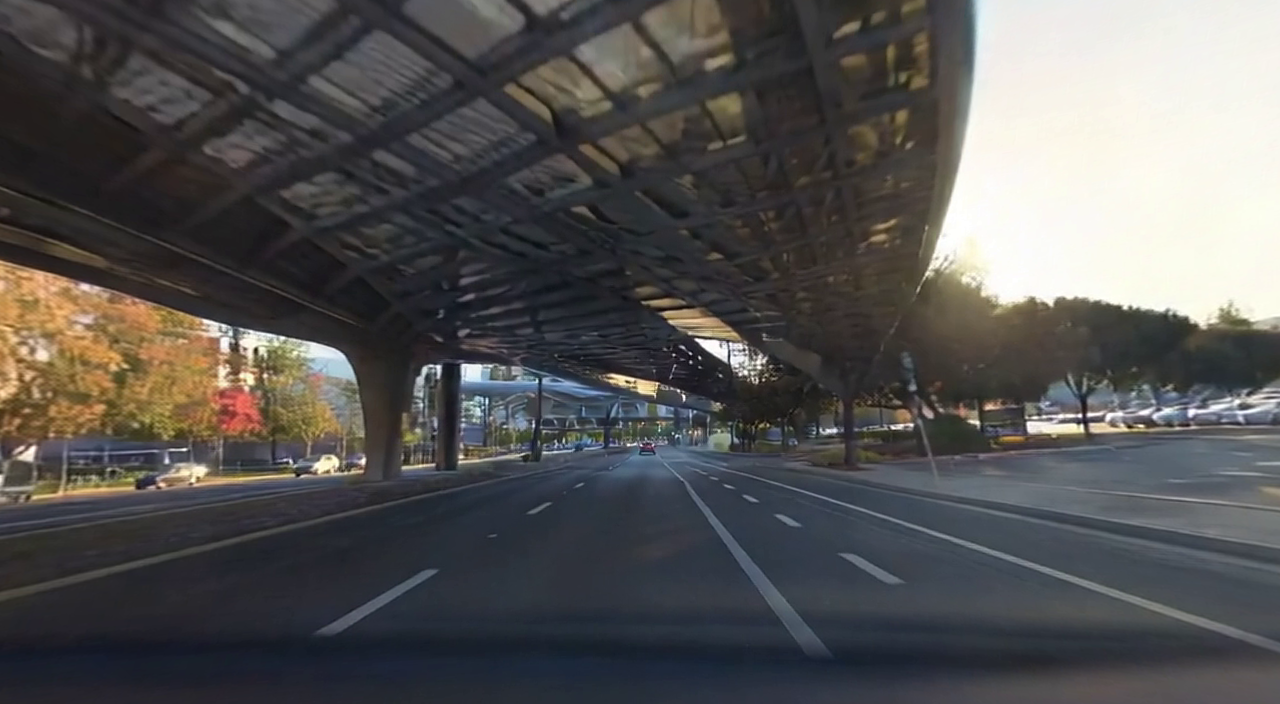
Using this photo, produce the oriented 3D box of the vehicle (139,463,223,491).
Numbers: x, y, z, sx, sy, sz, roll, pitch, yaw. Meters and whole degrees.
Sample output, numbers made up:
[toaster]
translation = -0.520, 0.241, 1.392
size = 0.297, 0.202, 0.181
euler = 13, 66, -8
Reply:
[vehicle]
translation = -29.929, 8.152, 41.307
size = 1.894, 1.552, 4.677
euler = 0, -8, 2
